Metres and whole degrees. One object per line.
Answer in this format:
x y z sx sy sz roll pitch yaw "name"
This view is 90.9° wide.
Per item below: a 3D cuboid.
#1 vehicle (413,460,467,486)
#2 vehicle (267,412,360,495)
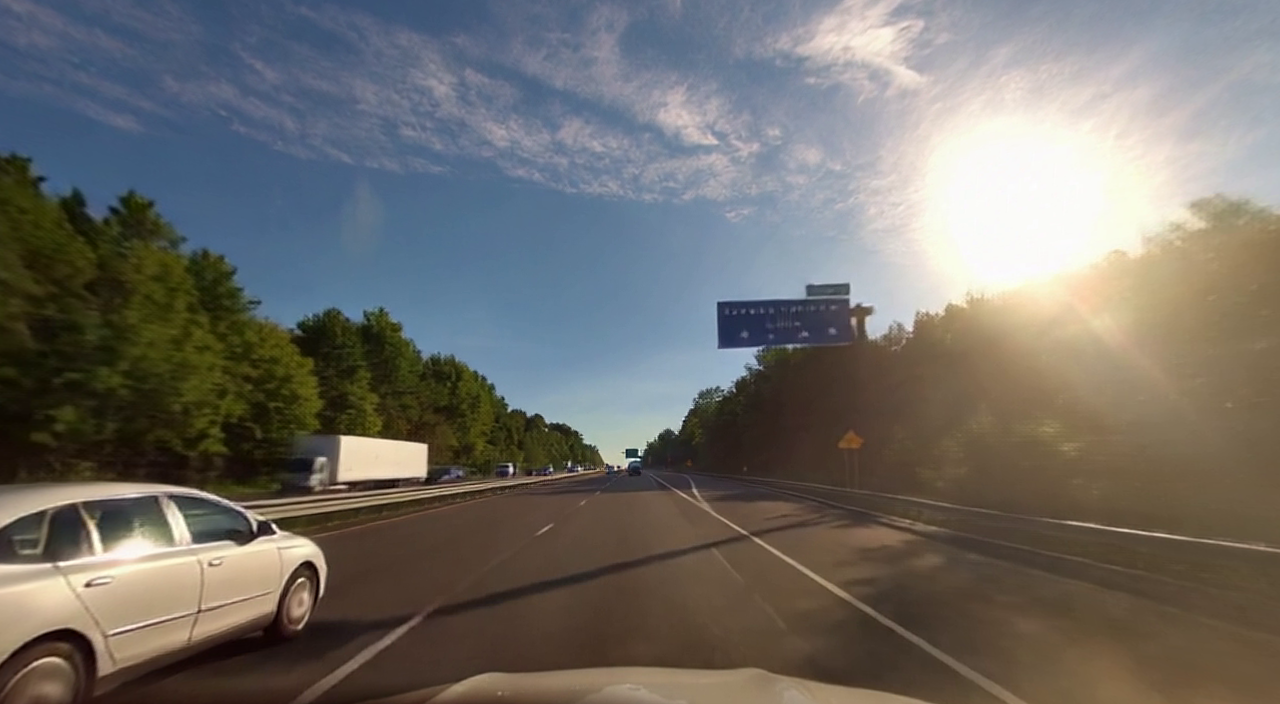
-12.526 7.635 39.744 1.901 1.489 4.490 1 -10 1 "vehicle"
-17.106 5.377 33.269 2.962 4.065 3.028 1 -10 -1 "vehicle"
